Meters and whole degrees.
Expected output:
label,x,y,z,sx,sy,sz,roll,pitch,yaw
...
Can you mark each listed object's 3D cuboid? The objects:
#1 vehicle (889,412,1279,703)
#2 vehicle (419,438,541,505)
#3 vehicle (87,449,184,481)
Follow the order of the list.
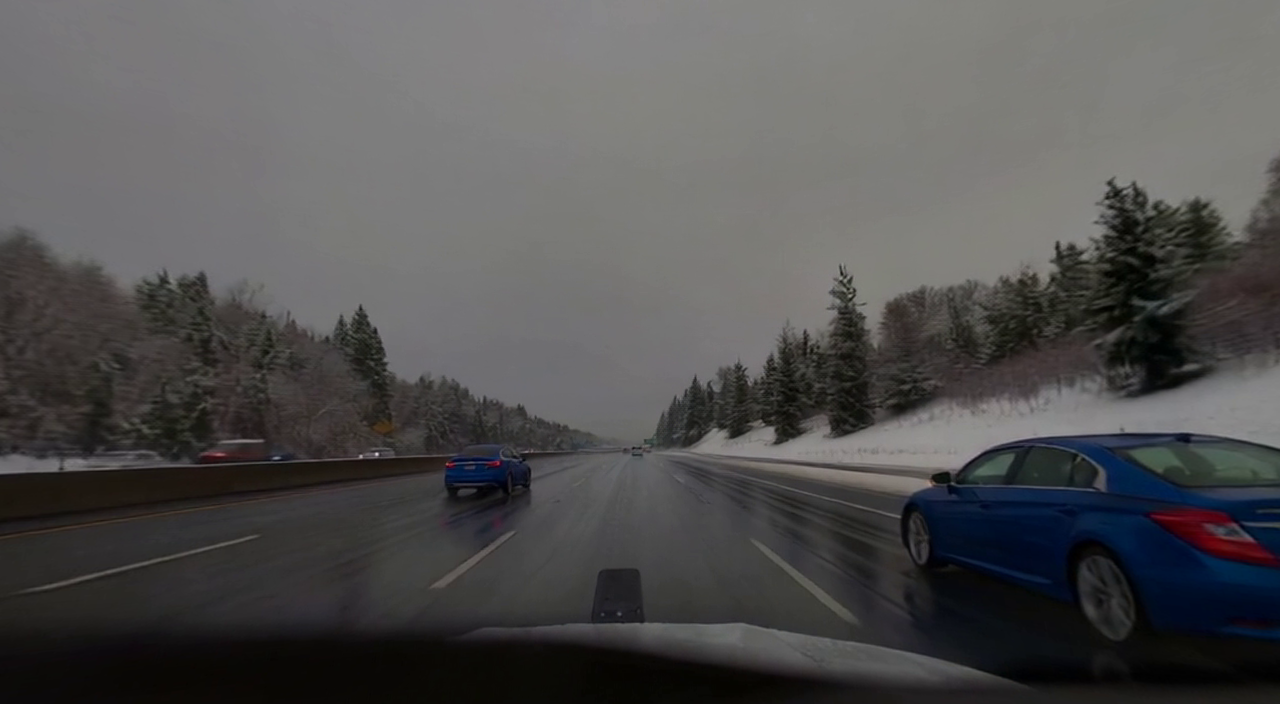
label,x,y,z,sx,sy,sz,roll,pitch,yaw
vehicle,3.865,1.285,4.599,2.049,1.481,4.774,0,-8,-1
vehicle,-4.000,3.058,16.618,1.987,1.516,4.478,0,-8,1
vehicle,-28.999,6.480,36.382,1.862,1.668,4.381,0,-9,1
